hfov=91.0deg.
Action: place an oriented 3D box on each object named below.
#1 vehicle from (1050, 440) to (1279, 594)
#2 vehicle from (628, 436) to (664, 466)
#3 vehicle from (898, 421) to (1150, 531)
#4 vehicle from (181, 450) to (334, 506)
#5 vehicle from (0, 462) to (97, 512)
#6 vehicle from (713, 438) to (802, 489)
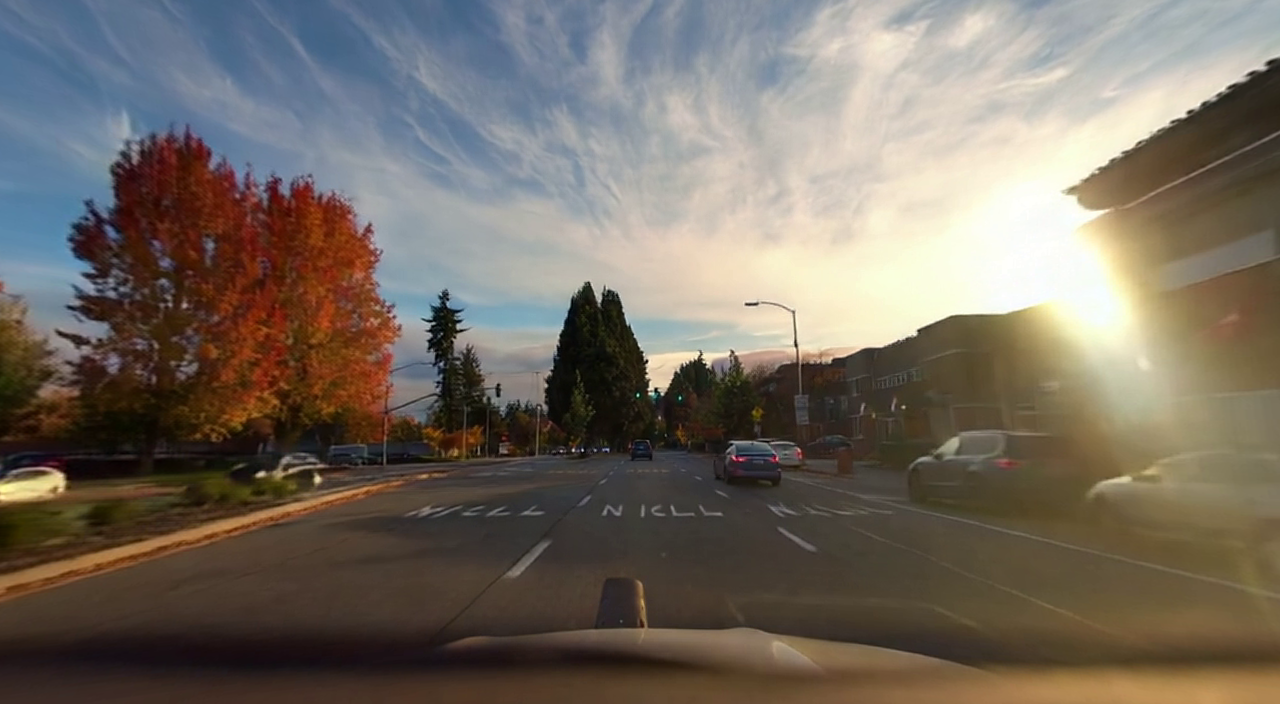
[{"bbox_3d":[7.208,1.784,7.297,1.928,1.480,4.464,0,-8,1],"label":"vehicle"},{"bbox_3d":[0.377,6.472,41.405,2.239,1.856,4.815,0,-8,0],"label":"vehicle"},{"bbox_3d":[7.395,2.420,12.952,2.128,1.804,4.825,0,-8,0],"label":"vehicle"},{"bbox_3d":[-11.844,3.877,19.961,1.988,1.508,4.650,0,-8,-1],"label":"vehicle"},{"bbox_3d":[-22.130,4.688,22.029,1.930,1.542,4.817,0,-8,0],"label":"vehicle"},{"bbox_3d":[3.848,3.722,21.430,2.178,1.546,4.311,0,-8,0],"label":"vehicle"}]
